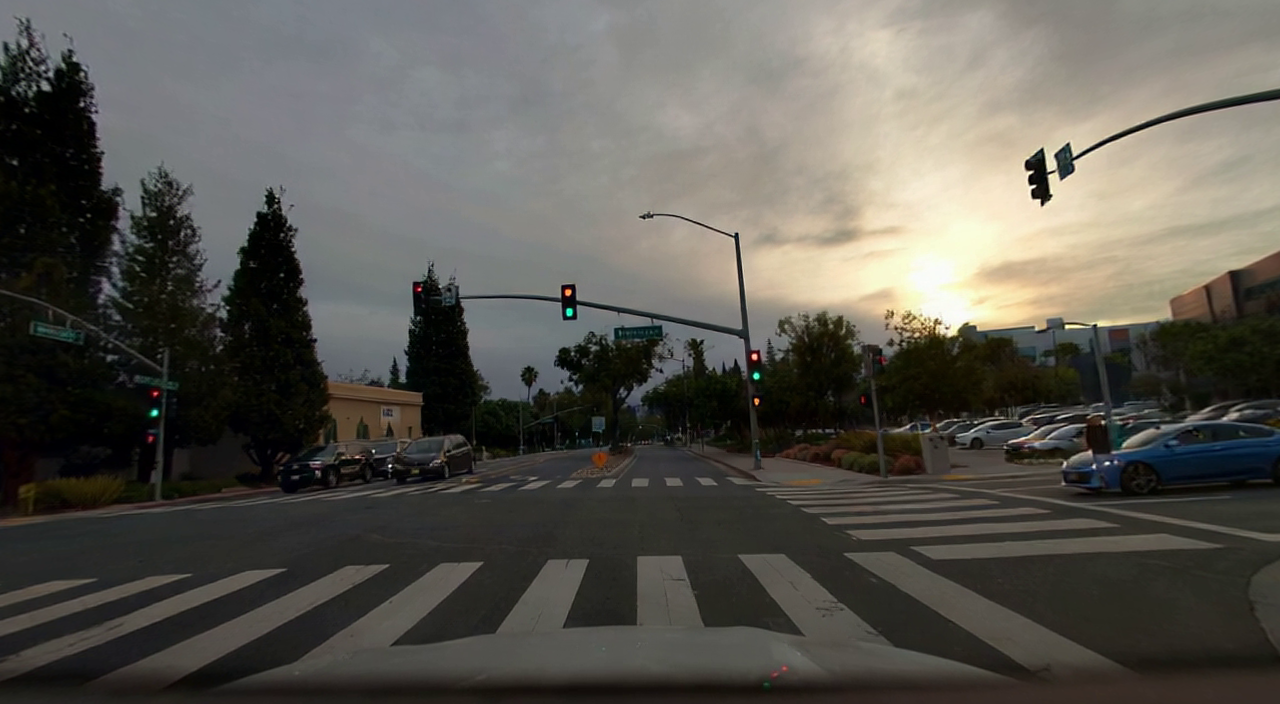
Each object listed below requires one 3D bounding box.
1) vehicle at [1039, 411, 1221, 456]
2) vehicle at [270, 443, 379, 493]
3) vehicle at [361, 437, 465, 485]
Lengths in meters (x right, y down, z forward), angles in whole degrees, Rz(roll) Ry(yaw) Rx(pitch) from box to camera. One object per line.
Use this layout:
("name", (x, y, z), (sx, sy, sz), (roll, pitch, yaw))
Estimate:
("vehicle", (16.930, 2.905, 22.121), (4.560, 1.453, 1.851), (-3, -9, 18))
("vehicle", (-13.785, 5.069, 28.053), (2.306, 1.957, 4.968), (0, -9, -1))
("vehicle", (-10.173, 4.928, 28.979), (2.664, 1.940, 5.702), (0, -9, 0))
